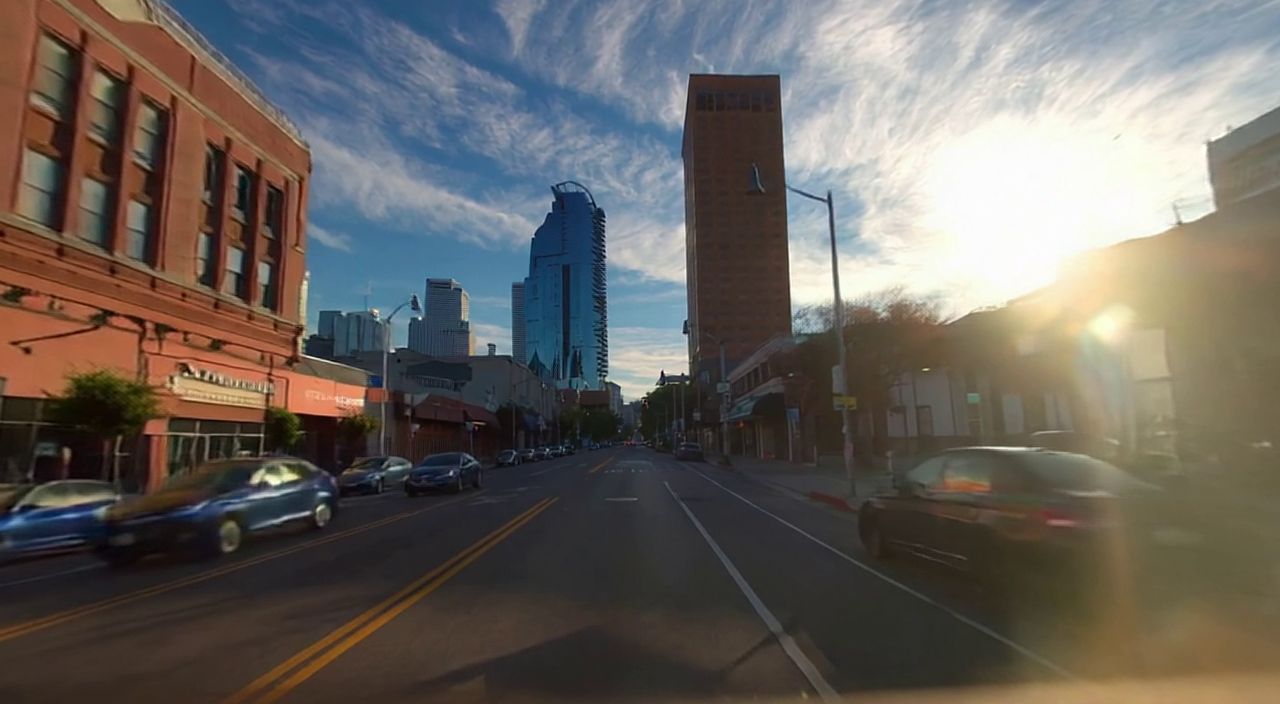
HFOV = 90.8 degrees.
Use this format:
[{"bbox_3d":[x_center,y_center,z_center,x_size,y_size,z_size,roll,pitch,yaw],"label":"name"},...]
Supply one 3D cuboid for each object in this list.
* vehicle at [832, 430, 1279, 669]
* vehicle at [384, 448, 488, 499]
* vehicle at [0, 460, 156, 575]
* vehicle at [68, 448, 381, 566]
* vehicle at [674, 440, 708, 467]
[{"bbox_3d":[3.709,1.596,6.425,1.937,1.481,4.760,0,-8,-1],"label":"vehicle"},{"bbox_3d":[-6.641,3.978,21.169,1.962,1.475,4.580,0,-8,0],"label":"vehicle"},{"bbox_3d":[-11.118,2.937,11.426,1.812,1.538,3.761,-3,-5,0],"label":"vehicle"},{"bbox_3d":[-6.384,2.378,10.634,1.993,1.484,4.812,0,-8,0],"label":"vehicle"},{"bbox_3d":[3.563,7.176,44.814,2.118,1.779,5.121,-1,-8,2],"label":"vehicle"}]
